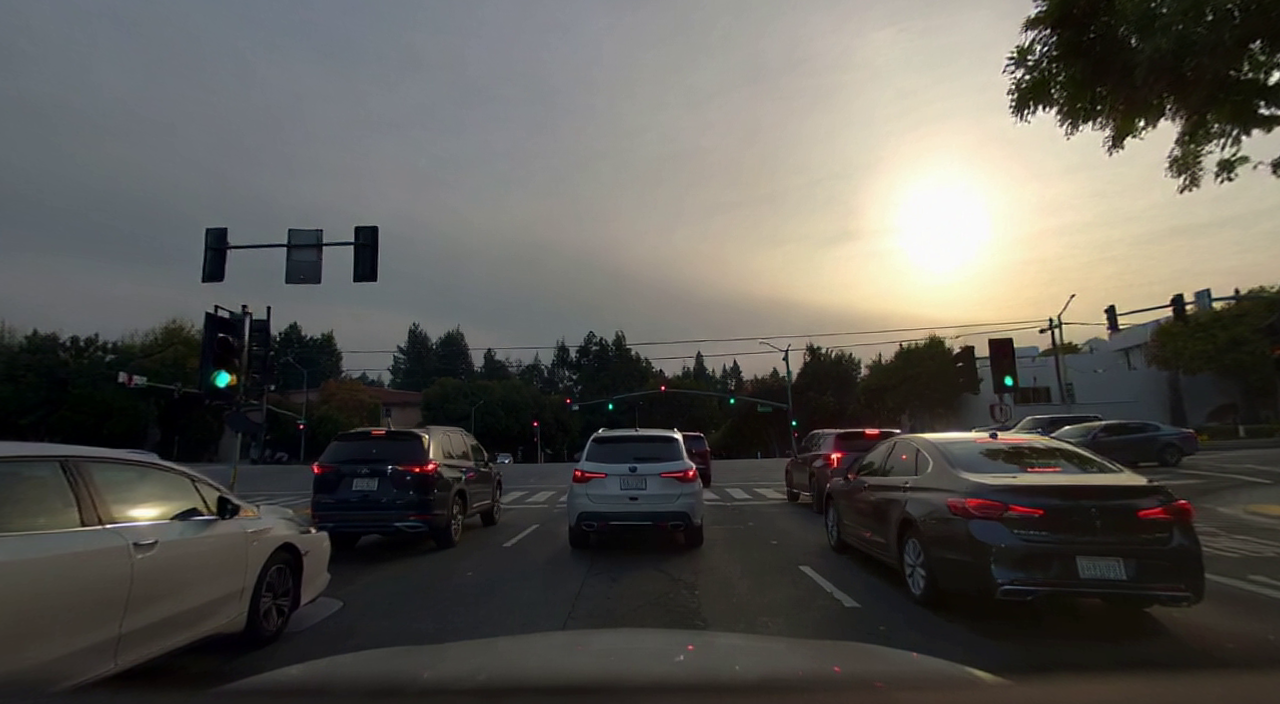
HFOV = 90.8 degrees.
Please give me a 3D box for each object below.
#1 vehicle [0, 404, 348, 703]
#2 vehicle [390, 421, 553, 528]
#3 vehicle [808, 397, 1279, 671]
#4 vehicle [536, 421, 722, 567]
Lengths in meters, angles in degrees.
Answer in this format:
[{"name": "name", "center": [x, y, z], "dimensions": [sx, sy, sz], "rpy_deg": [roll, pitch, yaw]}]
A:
[{"name": "vehicle", "center": [-3.340, 1.001, 2.708], "dimensions": [1.863, 1.495, 4.667], "rpy_deg": [0, -8, 1]}, {"name": "vehicle", "center": [-3.178, 2.419, 13.021], "dimensions": [2.048, 1.805, 4.405], "rpy_deg": [0, -8, 1]}, {"name": "vehicle", "center": [3.240, 1.440, 6.159], "dimensions": [2.006, 1.659, 4.462], "rpy_deg": [0, -8, 0]}, {"name": "vehicle", "center": [-0.090, 1.899, 9.139], "dimensions": [2.106, 1.655, 3.717], "rpy_deg": [0, -8, 1]}]
